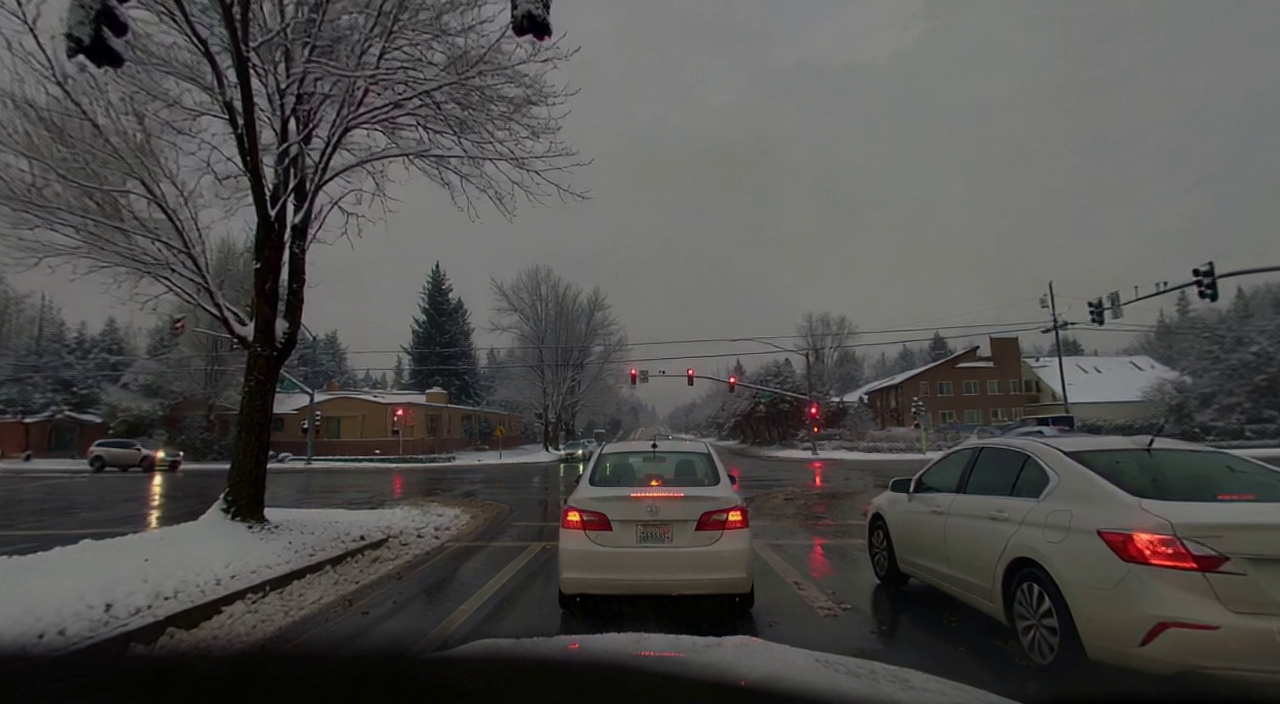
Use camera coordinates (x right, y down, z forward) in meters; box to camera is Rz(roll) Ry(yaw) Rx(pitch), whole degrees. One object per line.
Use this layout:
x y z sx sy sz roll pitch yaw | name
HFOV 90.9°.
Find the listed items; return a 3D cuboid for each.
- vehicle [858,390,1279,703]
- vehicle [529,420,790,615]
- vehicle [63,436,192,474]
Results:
3.176 1.127 3.897 1.931 1.493 4.555 0 -8 -1 | vehicle
0.111 1.566 6.874 2.017 1.485 3.813 0 -8 -1 | vehicle
-24.272 4.869 29.991 4.450 1.684 1.894 0 -8 0 | vehicle
